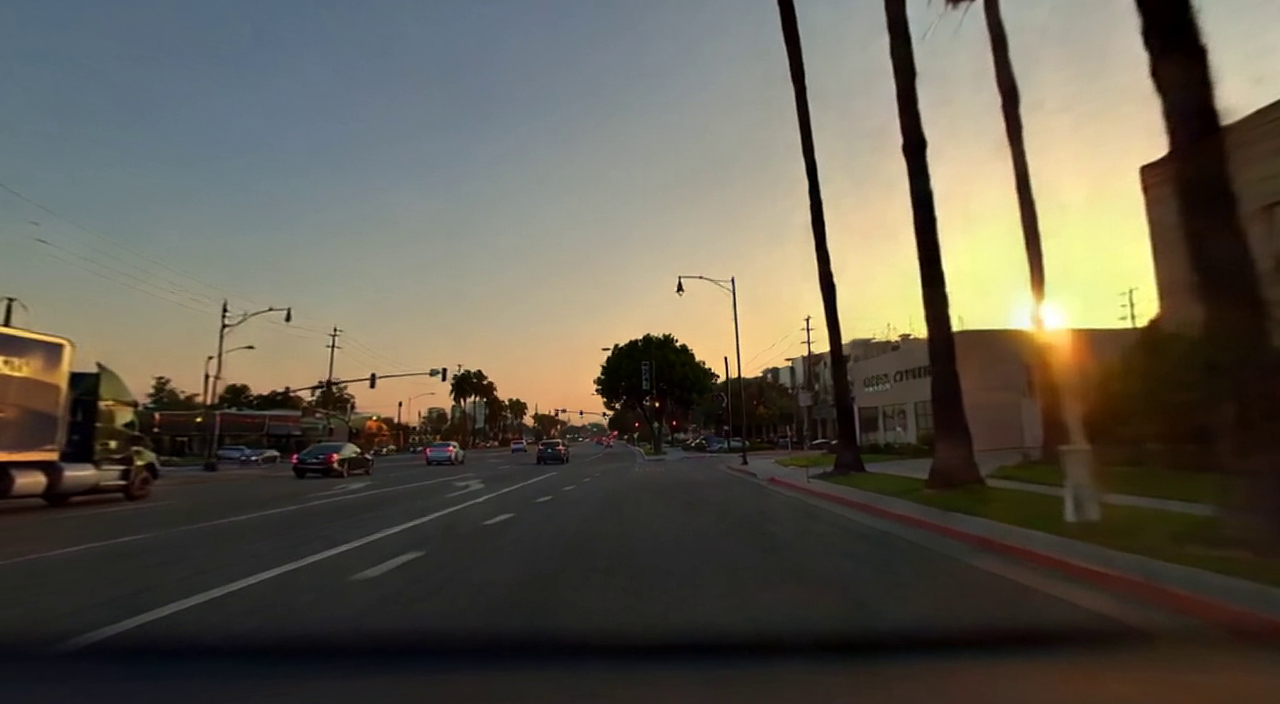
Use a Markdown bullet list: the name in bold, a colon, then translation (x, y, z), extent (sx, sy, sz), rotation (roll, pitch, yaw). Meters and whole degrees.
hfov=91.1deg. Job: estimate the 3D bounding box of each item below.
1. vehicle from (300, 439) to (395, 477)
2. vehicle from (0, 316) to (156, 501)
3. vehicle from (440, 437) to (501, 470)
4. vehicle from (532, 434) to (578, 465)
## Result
- **vehicle**: translation (-12.027, 4.378, 26.159), extent (1.900, 1.462, 4.225), rotation (0, -9, 0)
- **vehicle**: translation (-15.268, 1.175, 13.168), extent (3.061, 3.932, 8.708), rotation (0, -9, 1)
- **vehicle**: translation (-8.643, 5.209, 32.397), extent (1.977, 1.584, 3.983), rotation (0, -9, 1)
- **vehicle**: translation (-5.056, 5.892, 37.991), extent (2.114, 1.784, 4.450), rotation (0, -9, 1)
